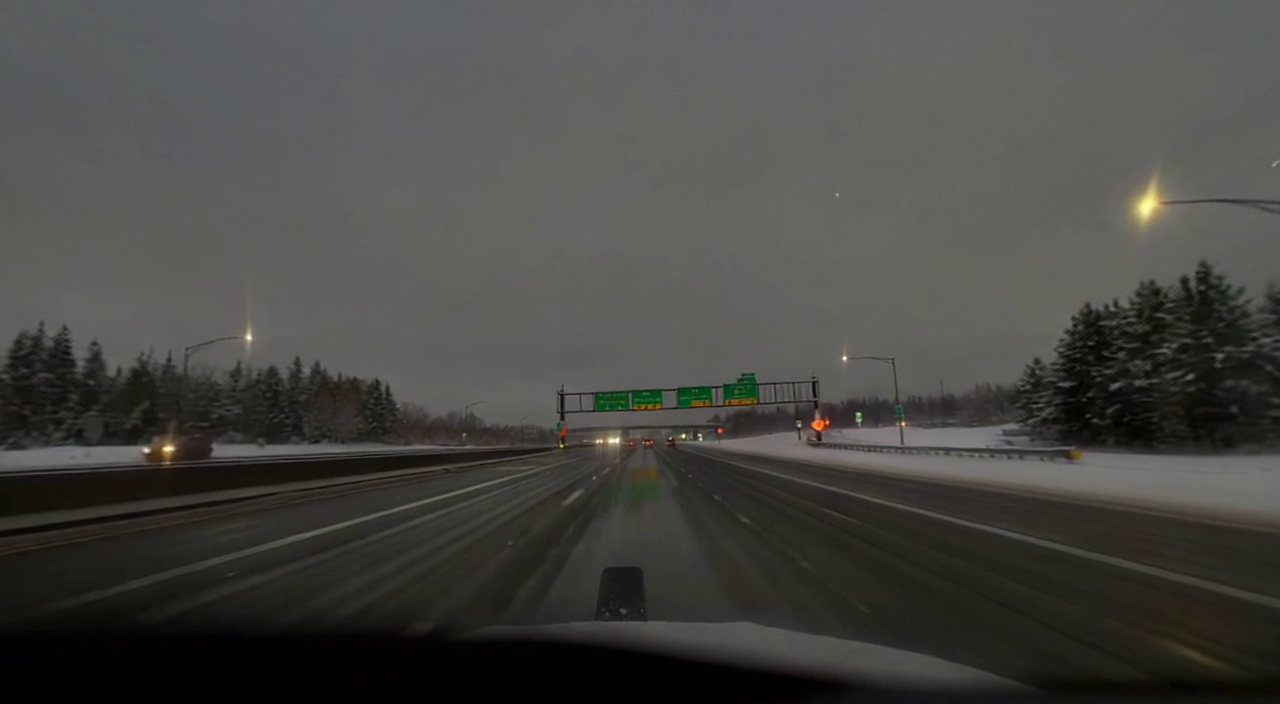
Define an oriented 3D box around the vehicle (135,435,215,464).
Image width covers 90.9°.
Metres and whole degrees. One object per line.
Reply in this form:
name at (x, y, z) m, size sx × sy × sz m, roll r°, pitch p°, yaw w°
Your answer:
vehicle at (-36.075, 7.590, 49.160) m, size 2.264 × 2.044 × 5.536 m, roll 0°, pitch -8°, yaw -3°
